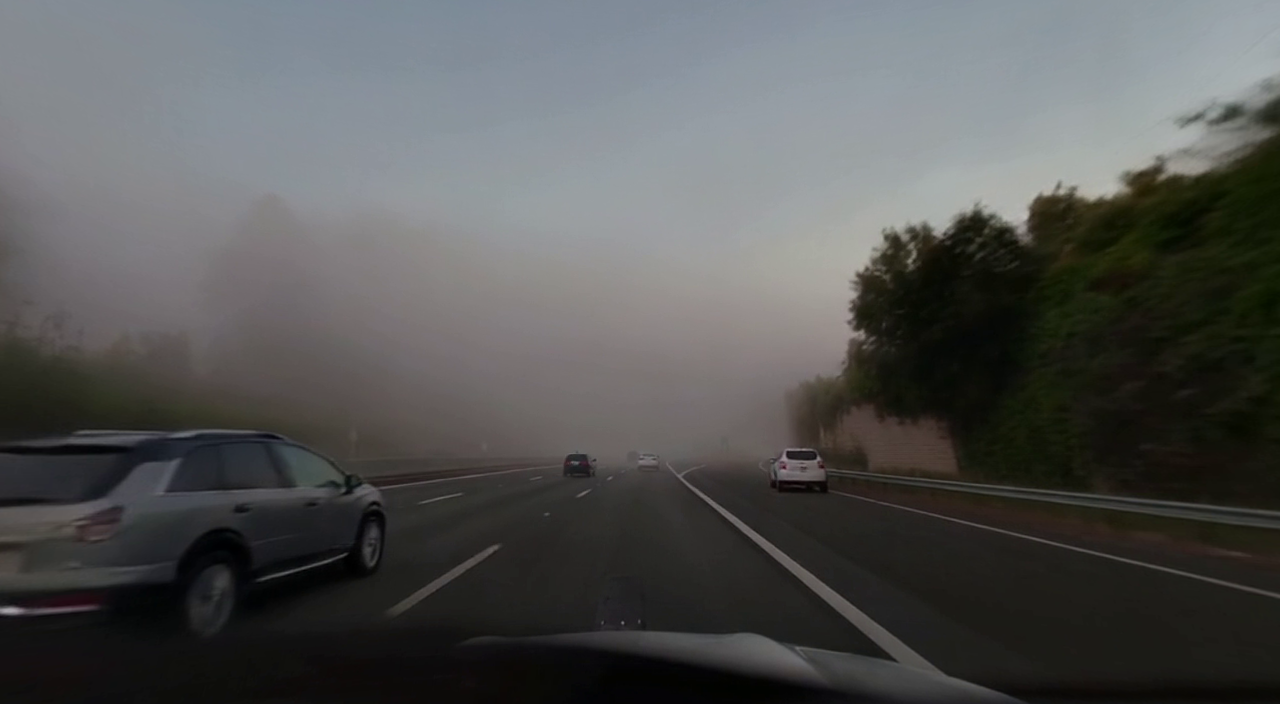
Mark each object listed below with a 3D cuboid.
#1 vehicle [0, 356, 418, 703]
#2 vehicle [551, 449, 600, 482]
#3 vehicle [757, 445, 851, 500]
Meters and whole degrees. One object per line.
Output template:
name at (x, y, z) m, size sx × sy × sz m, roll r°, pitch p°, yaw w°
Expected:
vehicle at (-3.539, 1.188, 4.559) m, size 2.263 × 1.696 × 4.321 m, roll 0°, pitch -9°, yaw 0°
vehicle at (-3.208, 5.768, 32.228) m, size 1.997 × 1.540 × 3.906 m, roll 0°, pitch -9°, yaw 1°
vehicle at (5.150, 3.832, 20.474) m, size 2.020 × 1.548 × 4.715 m, roll 0°, pitch -9°, yaw 3°
